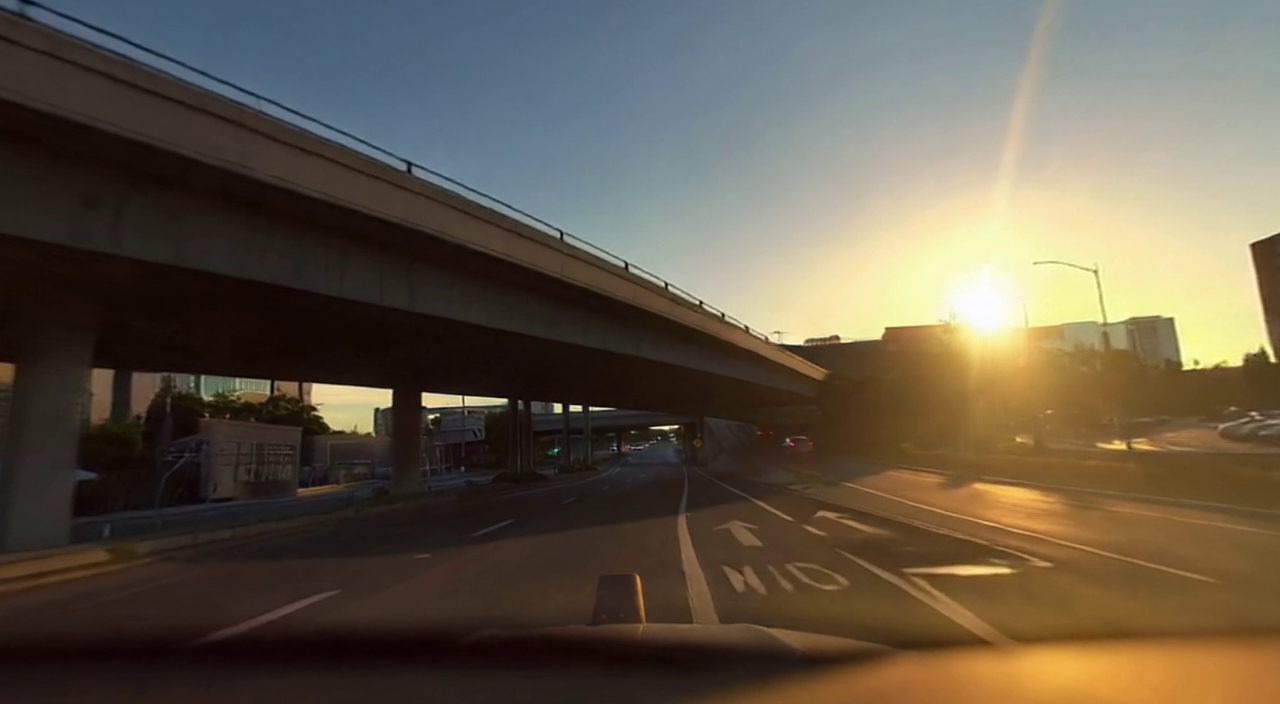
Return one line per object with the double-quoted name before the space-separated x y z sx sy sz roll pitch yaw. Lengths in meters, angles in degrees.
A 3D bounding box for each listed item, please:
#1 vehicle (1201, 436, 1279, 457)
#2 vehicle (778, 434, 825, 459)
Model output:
"vehicle" 43.319 6.760 45.004 1.776 1.432 4.541 4 -9 -22
"vehicle" 10.356 6.091 40.833 2.048 1.516 3.874 0 -9 1
